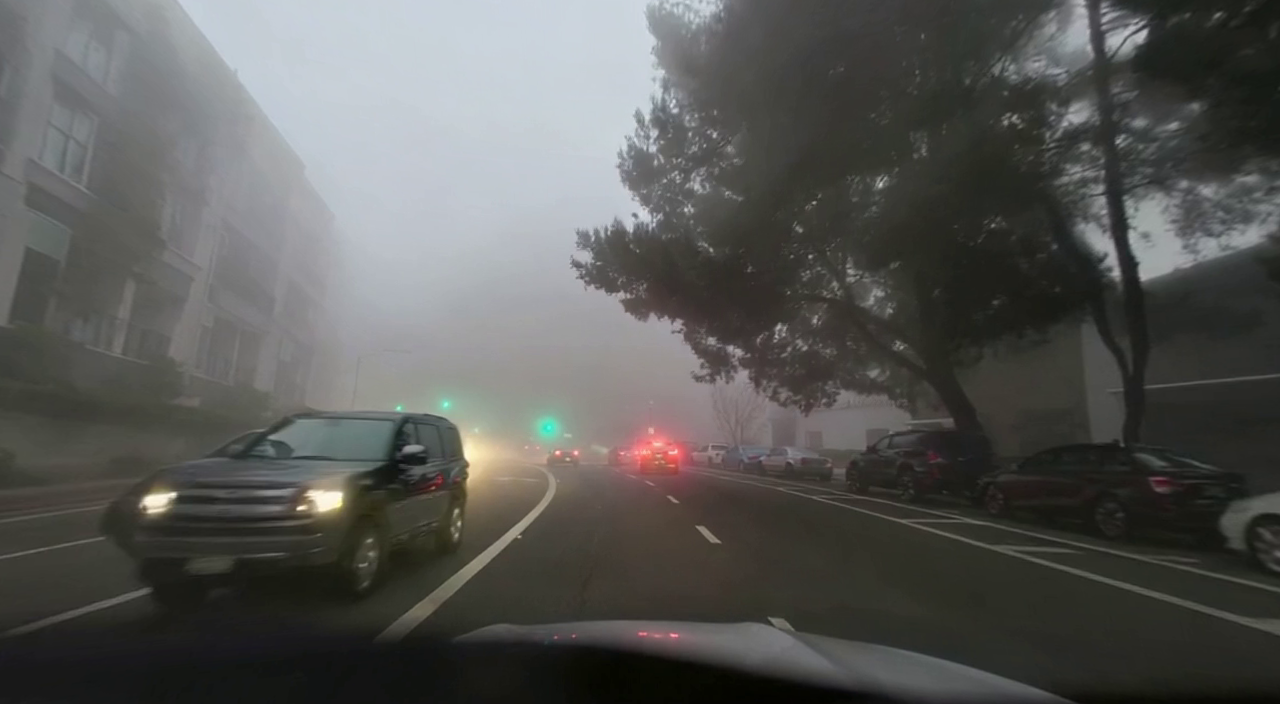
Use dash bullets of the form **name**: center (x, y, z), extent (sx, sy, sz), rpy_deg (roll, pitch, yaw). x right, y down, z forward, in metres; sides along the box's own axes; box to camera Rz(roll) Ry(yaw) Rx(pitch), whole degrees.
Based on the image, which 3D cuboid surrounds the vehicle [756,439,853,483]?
- **vehicle**: center (6.099, 4.087, 24.027), extent (1.890, 1.488, 4.567), rpy_deg (1, -9, -9)

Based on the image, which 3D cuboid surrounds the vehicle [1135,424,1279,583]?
- **vehicle**: center (7.378, 1.394, 5.746), extent (2.027, 1.552, 4.423), rpy_deg (-1, -10, -1)

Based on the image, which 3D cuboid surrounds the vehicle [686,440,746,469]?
- **vehicle**: center (4.091, 5.627, 34.732), extent (1.820, 1.450, 4.408), rpy_deg (2, -9, -13)

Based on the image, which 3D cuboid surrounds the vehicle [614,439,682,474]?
- **vehicle**: center (0.280, 4.860, 29.519), extent (2.280, 1.472, 4.426), rpy_deg (2, -9, -11)

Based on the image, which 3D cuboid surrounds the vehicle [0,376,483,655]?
- **vehicle**: center (-3.375, 1.430, 6.712), extent (2.301, 1.793, 5.082), rpy_deg (0, -9, -3)

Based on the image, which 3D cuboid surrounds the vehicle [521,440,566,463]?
- **vehicle**: center (-6.773, 6.901, 43.840), extent (2.308, 1.535, 4.811), rpy_deg (3, -9, -18)

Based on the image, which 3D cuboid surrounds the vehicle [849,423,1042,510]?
- **vehicle**: center (7.036, 2.680, 15.202), extent (2.070, 1.758, 4.392), rpy_deg (1, -9, -7)

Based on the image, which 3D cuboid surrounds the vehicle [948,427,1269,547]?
- **vehicle**: center (7.345, 2.207, 10.671), extent (1.972, 1.429, 4.487), rpy_deg (5, -10, -1)
